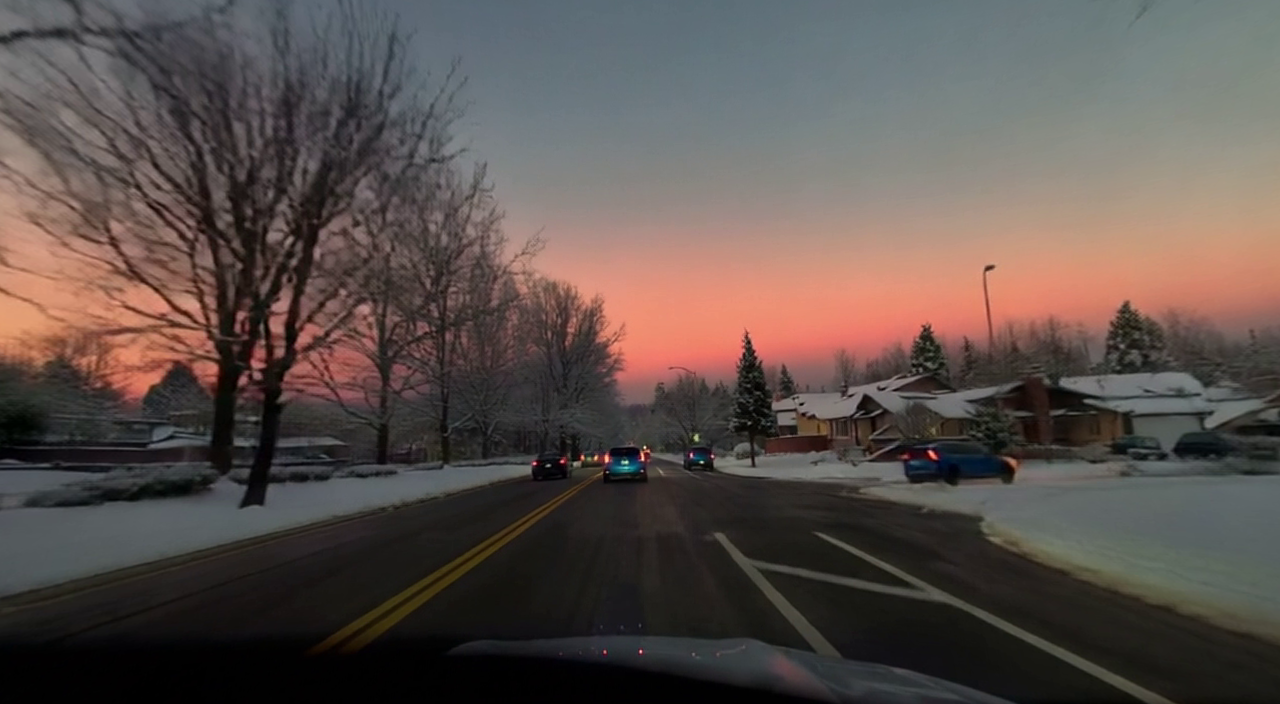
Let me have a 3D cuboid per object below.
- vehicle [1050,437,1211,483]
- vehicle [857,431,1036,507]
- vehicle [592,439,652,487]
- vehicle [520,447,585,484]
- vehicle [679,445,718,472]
[{"bbox_3d":[18.973,4.190,24.460,4.532,1.674,2.051,0,-9,-1],"label":"vehicle"},{"bbox_3d":[8.086,2.972,16.404,4.820,1.677,2.192,7,-11,-38],"label":"vehicle"},{"bbox_3d":[-0.634,4.422,25.345,2.220,1.742,4.047,0,-8,1],"label":"vehicle"},{"bbox_3d":[-3.640,4.818,27.018,2.032,1.433,4.458,0,-8,1],"label":"vehicle"},{"bbox_3d":[4.090,7.532,44.643,2.332,1.769,4.518,0,-8,1],"label":"vehicle"}]
